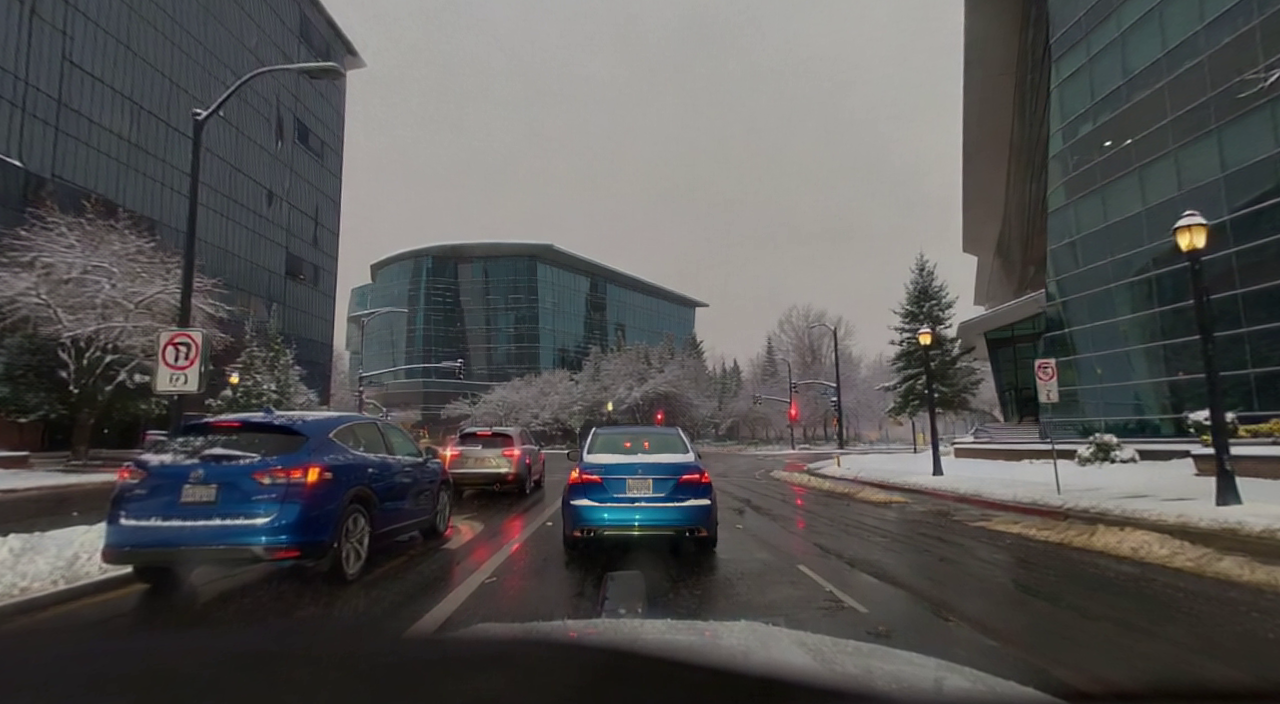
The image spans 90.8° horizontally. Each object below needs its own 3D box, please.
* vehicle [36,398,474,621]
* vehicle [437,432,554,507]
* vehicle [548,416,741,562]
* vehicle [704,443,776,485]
[{"bbox_3d":[-3.539,1.529,7.105,2.083,1.691,4.398,0,-8,1],"label":"vehicle"},{"bbox_3d":[-3.590,2.995,16.582,2.068,1.678,4.199,0,-8,0],"label":"vehicle"},{"bbox_3d":[0.024,1.882,9.395,2.207,1.659,4.155,0,-8,-1],"label":"vehicle"},{"bbox_3d":[3.753,4.267,24.465,2.082,1.445,4.426,0,-8,0],"label":"vehicle"}]
